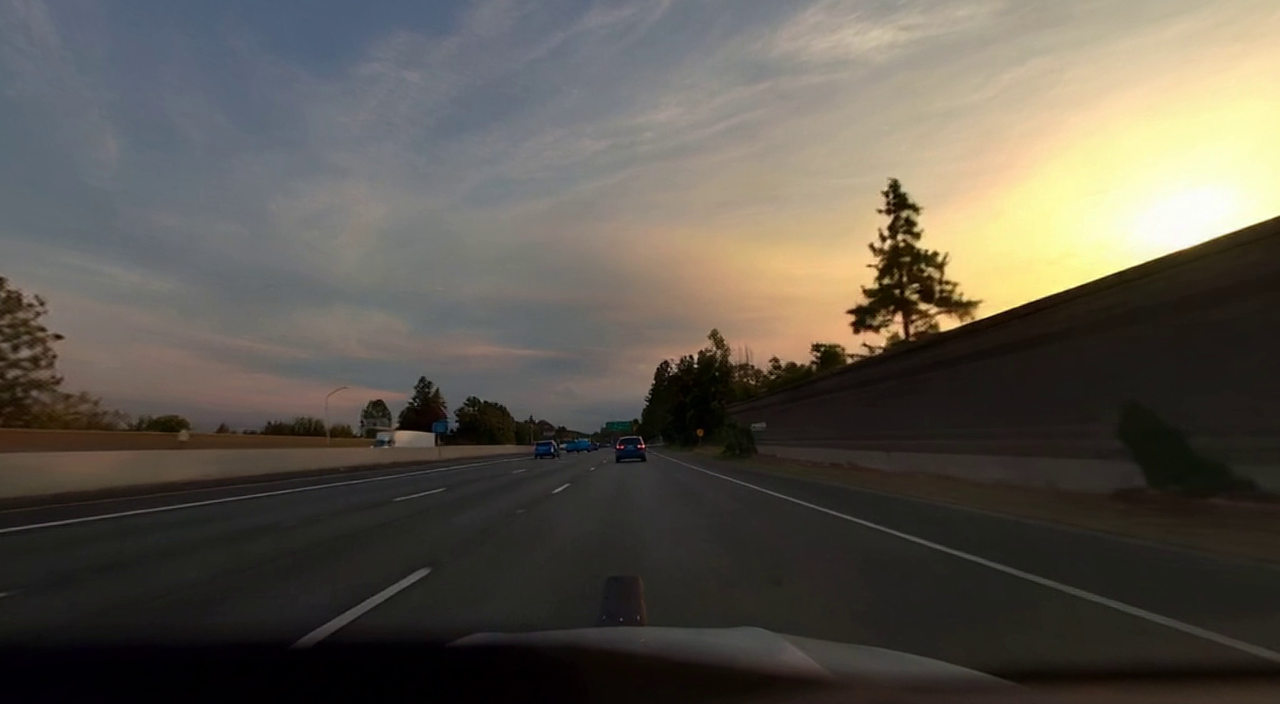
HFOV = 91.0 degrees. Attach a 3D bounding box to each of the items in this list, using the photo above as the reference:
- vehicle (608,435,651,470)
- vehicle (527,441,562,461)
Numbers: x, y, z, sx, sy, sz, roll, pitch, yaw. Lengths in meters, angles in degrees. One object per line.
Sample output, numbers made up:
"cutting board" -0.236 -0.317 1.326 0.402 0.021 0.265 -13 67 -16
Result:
"vehicle" -0.526 5.412 34.065 2.141 1.706 4.065 0 -8 0
"vehicle" -7.470 7.837 49.876 2.019 1.523 4.396 0 -8 1
